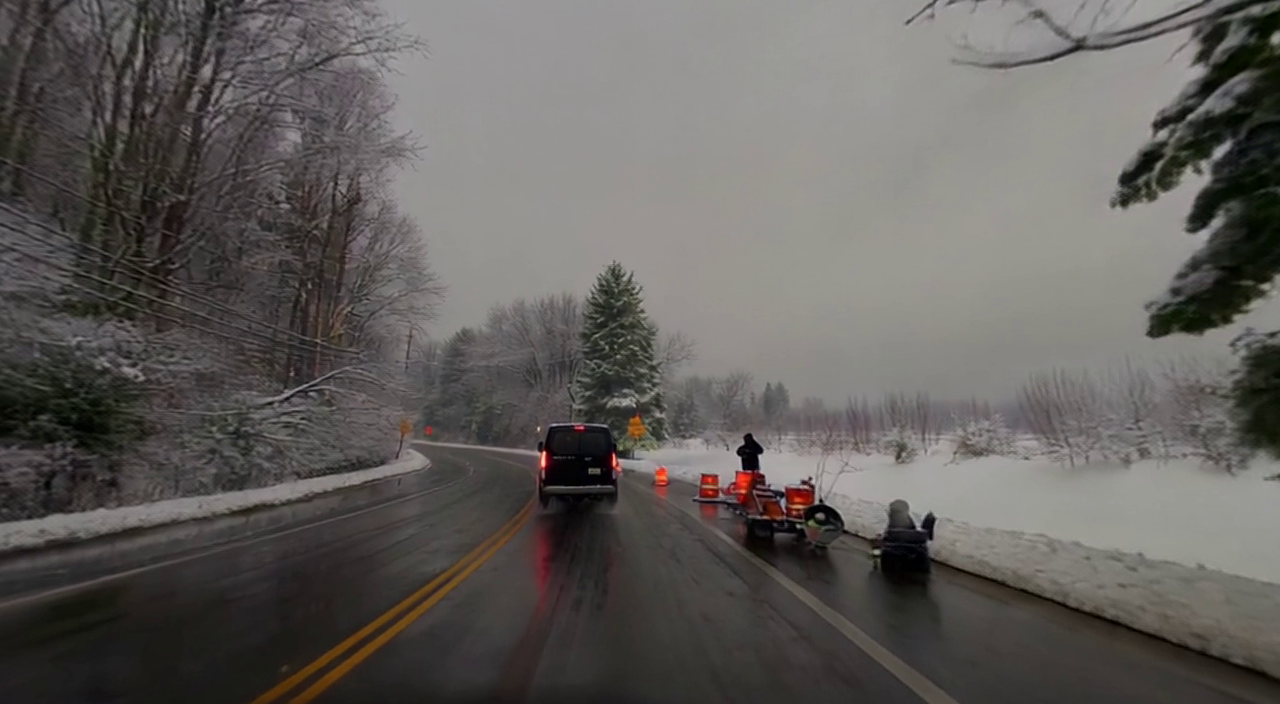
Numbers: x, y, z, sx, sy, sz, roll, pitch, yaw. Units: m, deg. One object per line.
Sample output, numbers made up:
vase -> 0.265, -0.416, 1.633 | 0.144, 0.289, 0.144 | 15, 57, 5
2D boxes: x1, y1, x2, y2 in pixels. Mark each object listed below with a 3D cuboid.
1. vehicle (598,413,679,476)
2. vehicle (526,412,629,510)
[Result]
vehicle -> -0.342, 5.449, 37.694 | 3.126, 3.310, 8.534 | 1, -8, -12
vehicle -> -1.660, 2.881, 17.089 | 2.362, 2.223, 4.892 | 1, -9, -5
